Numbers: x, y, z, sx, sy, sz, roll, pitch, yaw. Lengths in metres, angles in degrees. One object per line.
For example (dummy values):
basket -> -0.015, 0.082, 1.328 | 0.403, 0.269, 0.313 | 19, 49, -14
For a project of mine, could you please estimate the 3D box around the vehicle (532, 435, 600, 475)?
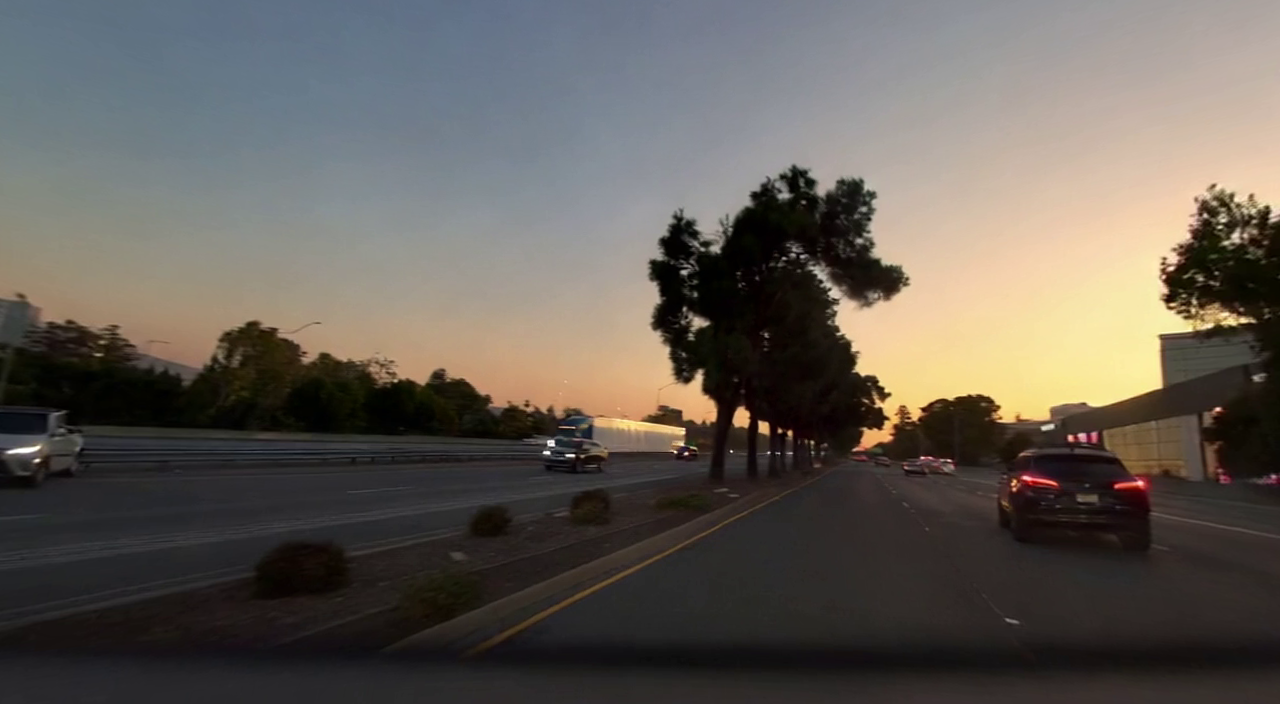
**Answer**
vehicle -> -3.517, 5.004, 30.853 | 1.932, 1.781, 3.906 | -3, -9, 16
